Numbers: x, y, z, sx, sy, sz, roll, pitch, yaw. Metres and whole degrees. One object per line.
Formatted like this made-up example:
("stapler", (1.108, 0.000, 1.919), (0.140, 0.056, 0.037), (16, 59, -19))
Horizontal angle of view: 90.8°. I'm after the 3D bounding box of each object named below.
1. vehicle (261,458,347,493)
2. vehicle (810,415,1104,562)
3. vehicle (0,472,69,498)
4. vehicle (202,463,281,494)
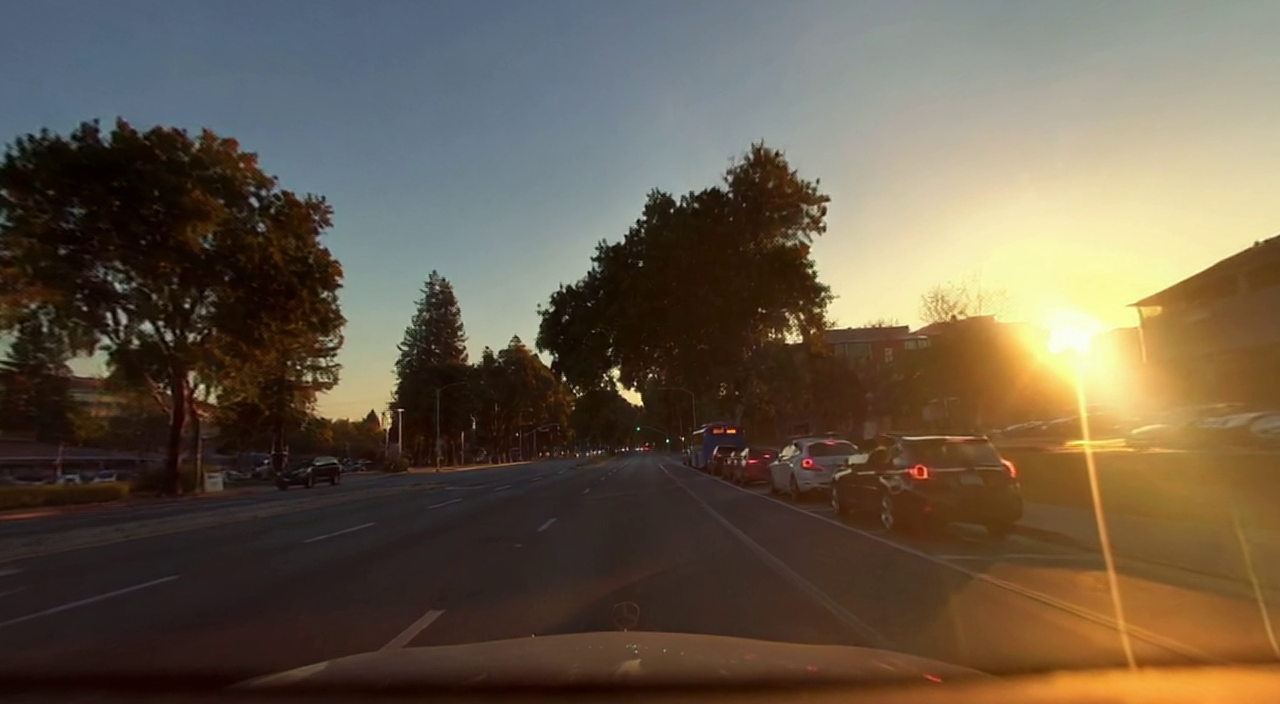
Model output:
("vehicle", (-19.567, 7.183, 37.075), (2.166, 1.804, 4.897), (-1, -9, 3))
("vehicle", (4.447, 1.998, 10.009), (2.094, 1.731, 4.763), (0, -9, -1))
("vehicle", (-41.535, 8.875, 42.178), (4.609, 1.553, 2.129), (0, -9, -1))
("vehicle", (-28.977, 9.180, 46.043), (4.426, 1.782, 2.056), (-4, -8, 1))
